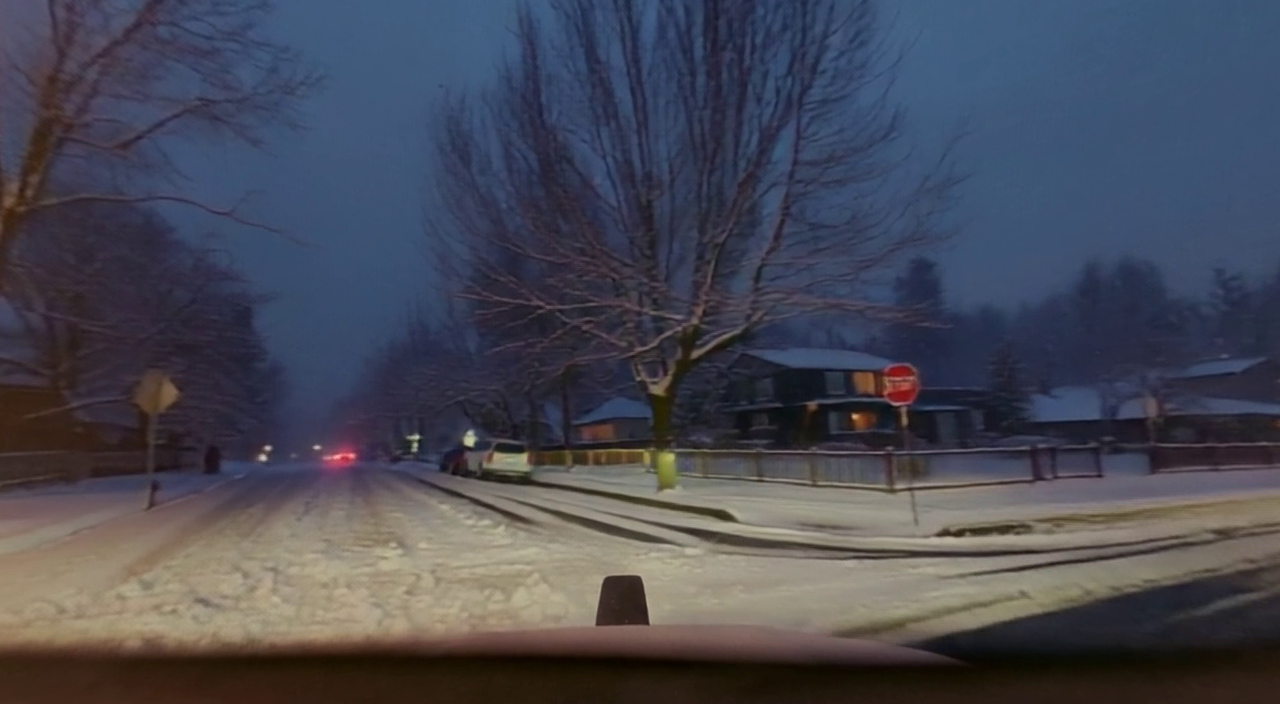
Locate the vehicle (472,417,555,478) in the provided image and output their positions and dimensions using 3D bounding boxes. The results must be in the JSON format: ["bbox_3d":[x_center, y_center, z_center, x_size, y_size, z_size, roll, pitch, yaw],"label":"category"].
[{"bbox_3d":[-7.235,5.265,35.465,2.718,3.089,6.380,4,-8,-28],"label":"vehicle"}]
